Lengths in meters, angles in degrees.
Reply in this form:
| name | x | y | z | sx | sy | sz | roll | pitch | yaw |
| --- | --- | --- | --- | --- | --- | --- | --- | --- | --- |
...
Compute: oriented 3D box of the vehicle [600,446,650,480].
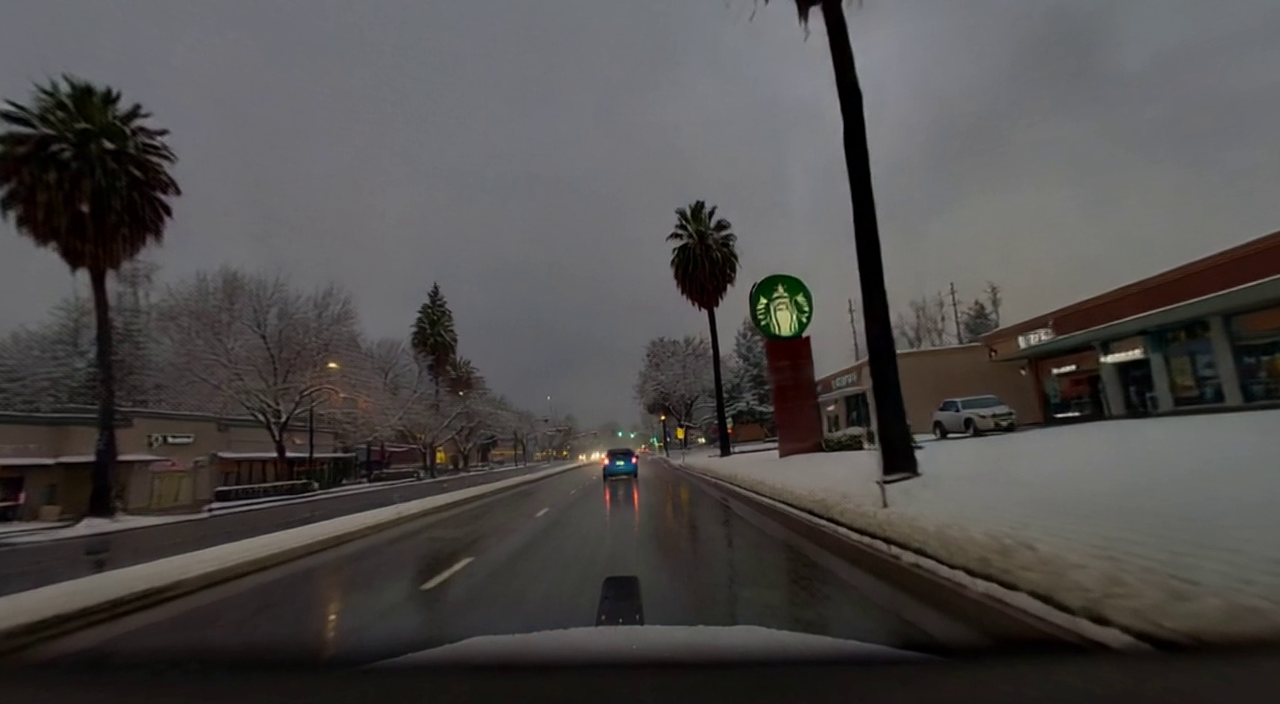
| name | x | y | z | sx | sy | sz | roll | pitch | yaw |
| --- | --- | --- | --- | --- | --- | --- | --- | --- | --- |
| vehicle | -0.647 | 5.172 | 29.747 | 2.156 | 1.462 | 4.495 | 0 | -8 | 0 |
